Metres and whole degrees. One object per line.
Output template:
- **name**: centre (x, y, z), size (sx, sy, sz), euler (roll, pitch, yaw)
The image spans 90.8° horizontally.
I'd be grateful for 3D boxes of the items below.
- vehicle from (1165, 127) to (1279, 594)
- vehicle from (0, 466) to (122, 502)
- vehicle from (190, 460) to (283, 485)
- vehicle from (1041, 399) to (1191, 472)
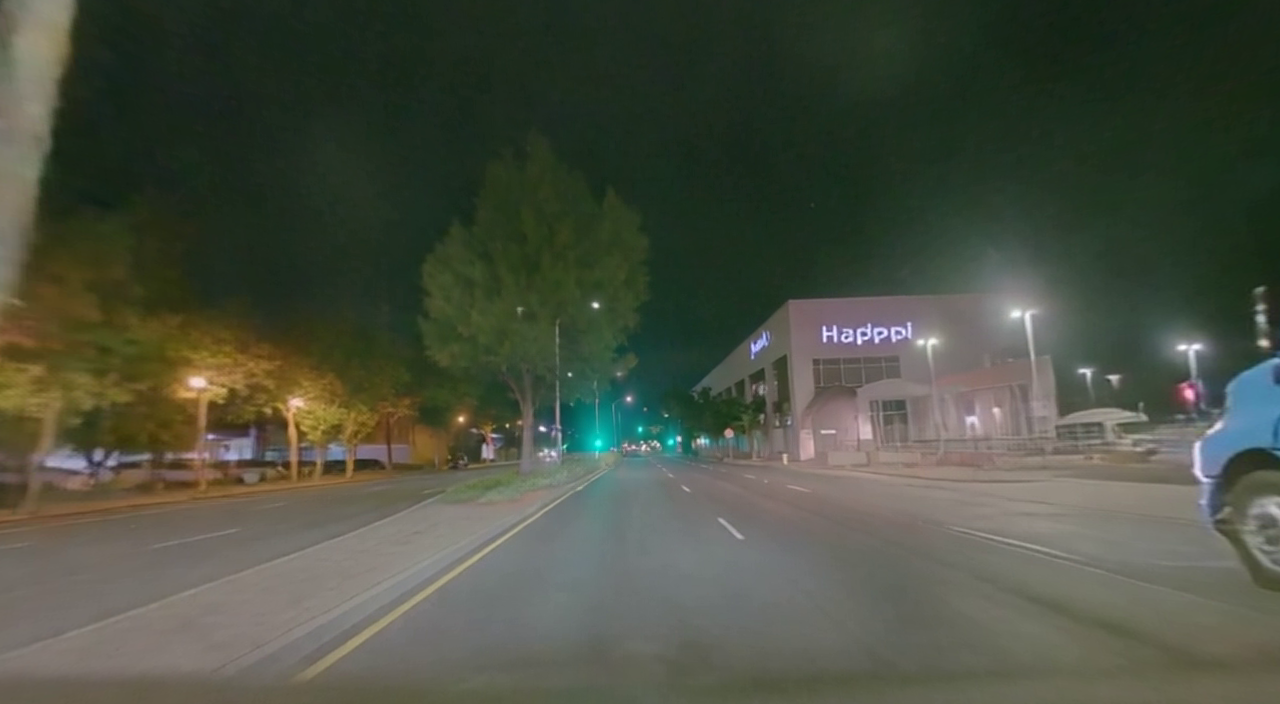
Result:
- **vehicle**: centre (6.864, -0.677, 0.354), size (3.120, 3.794, 11.510), euler (0, -9, 0)
- **vehicle**: centre (-27.663, 6.258, 30.257), size (4.123, 1.470, 1.886), euler (5, -10, -33)
- **vehicle**: centre (-26.530, 7.900, 41.725), size (4.810, 1.465, 2.056), euler (3, -9, -22)
- **vehicle**: centre (25.570, 4.647, 34.521), size (2.718, 3.538, 7.077), euler (-1, -9, 2)
